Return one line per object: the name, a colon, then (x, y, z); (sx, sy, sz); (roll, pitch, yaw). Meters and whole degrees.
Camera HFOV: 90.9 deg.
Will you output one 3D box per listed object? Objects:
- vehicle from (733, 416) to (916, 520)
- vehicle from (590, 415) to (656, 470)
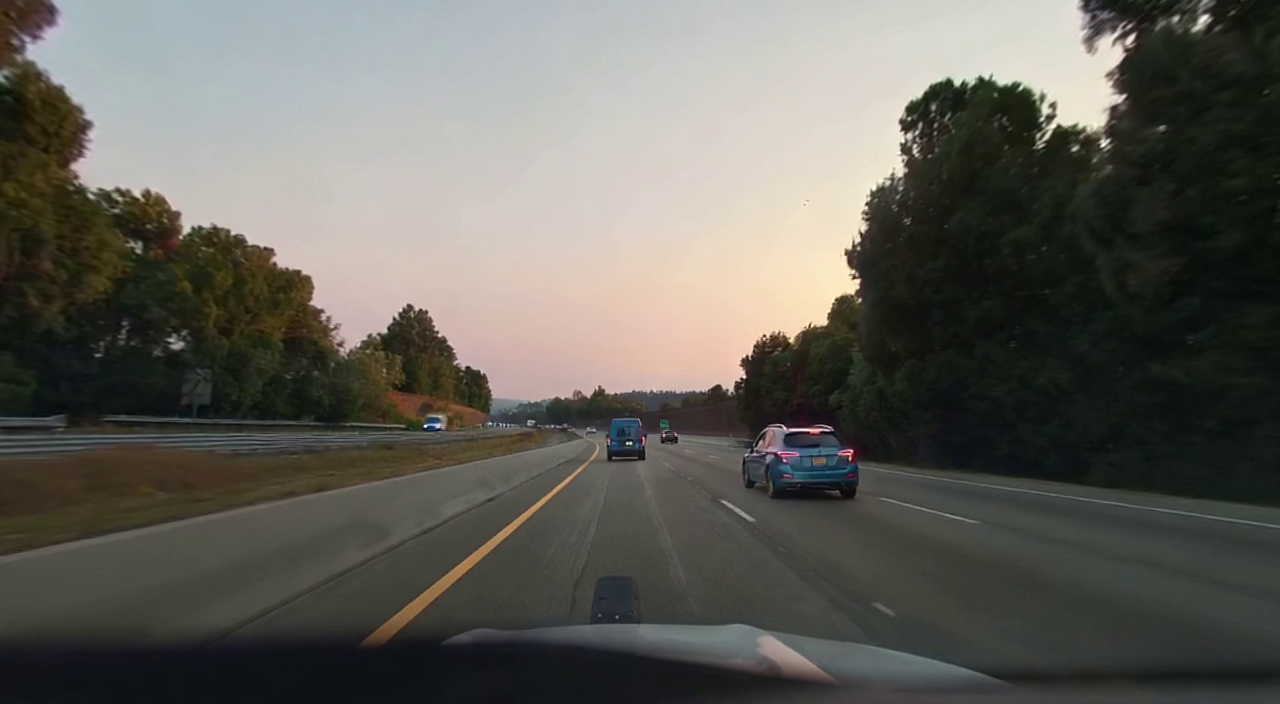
vehicle: (3.172, 2.079, 11.855); (2.078, 1.600, 4.012); (0, -8, -2)
vehicle: (-0.663, 3.619, 25.472); (2.403, 1.994, 4.683); (0, -8, -1)
